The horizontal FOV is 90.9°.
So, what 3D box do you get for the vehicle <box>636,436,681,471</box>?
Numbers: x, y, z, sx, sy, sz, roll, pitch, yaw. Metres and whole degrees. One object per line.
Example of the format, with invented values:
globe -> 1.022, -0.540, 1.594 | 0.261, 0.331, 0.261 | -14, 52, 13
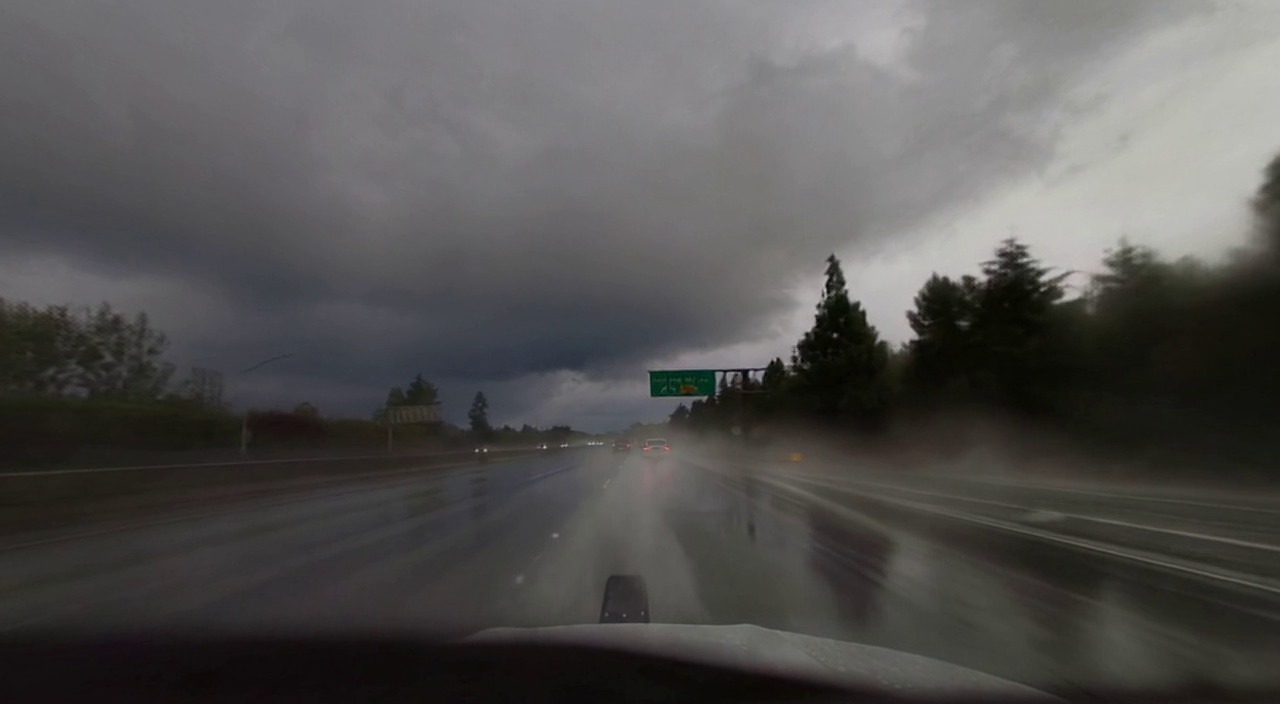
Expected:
vehicle -> 0.926, 5.455, 34.129 | 2.260, 1.766, 4.348 | 0, -8, 0
